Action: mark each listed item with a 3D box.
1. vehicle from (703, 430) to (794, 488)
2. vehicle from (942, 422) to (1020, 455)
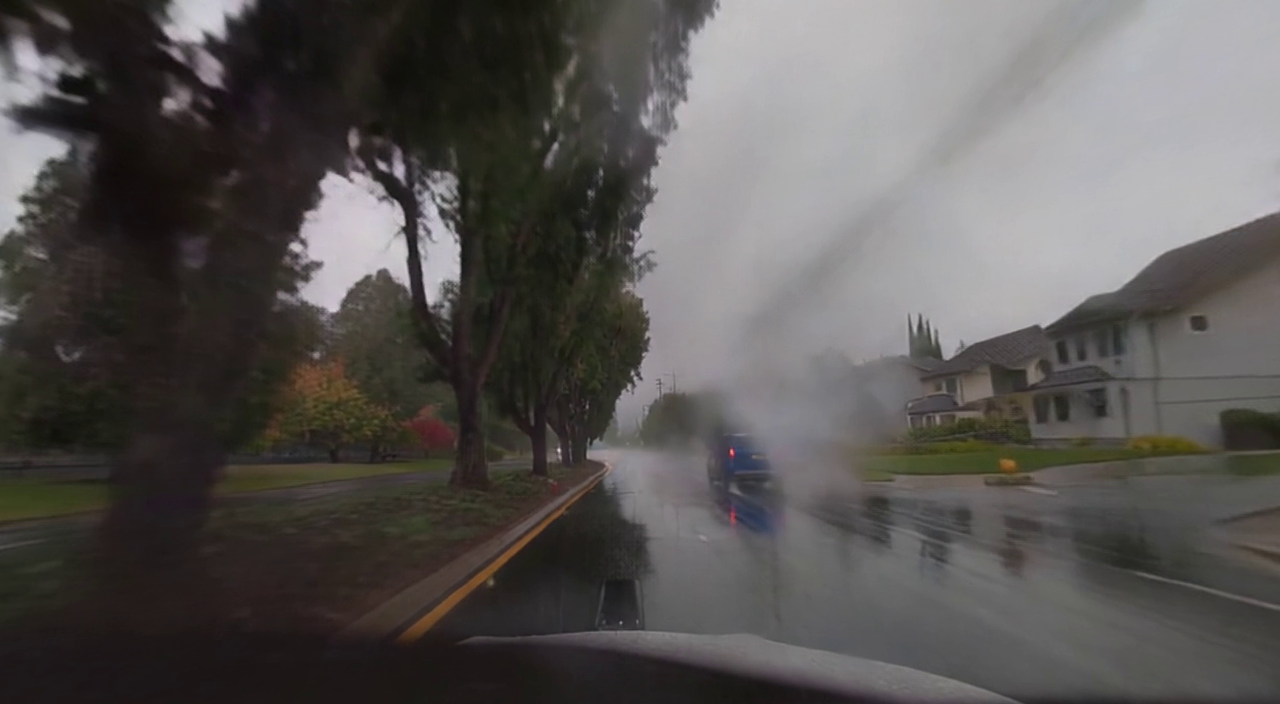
[{"bbox_3d":[3.632,3.707,22.156,2.193,1.777,4.772,0,-9,-2],"label":"vehicle"},{"bbox_3d":[16.145,4.155,30.159,1.674,1.455,3.769,-1,-9,2],"label":"vehicle"}]
